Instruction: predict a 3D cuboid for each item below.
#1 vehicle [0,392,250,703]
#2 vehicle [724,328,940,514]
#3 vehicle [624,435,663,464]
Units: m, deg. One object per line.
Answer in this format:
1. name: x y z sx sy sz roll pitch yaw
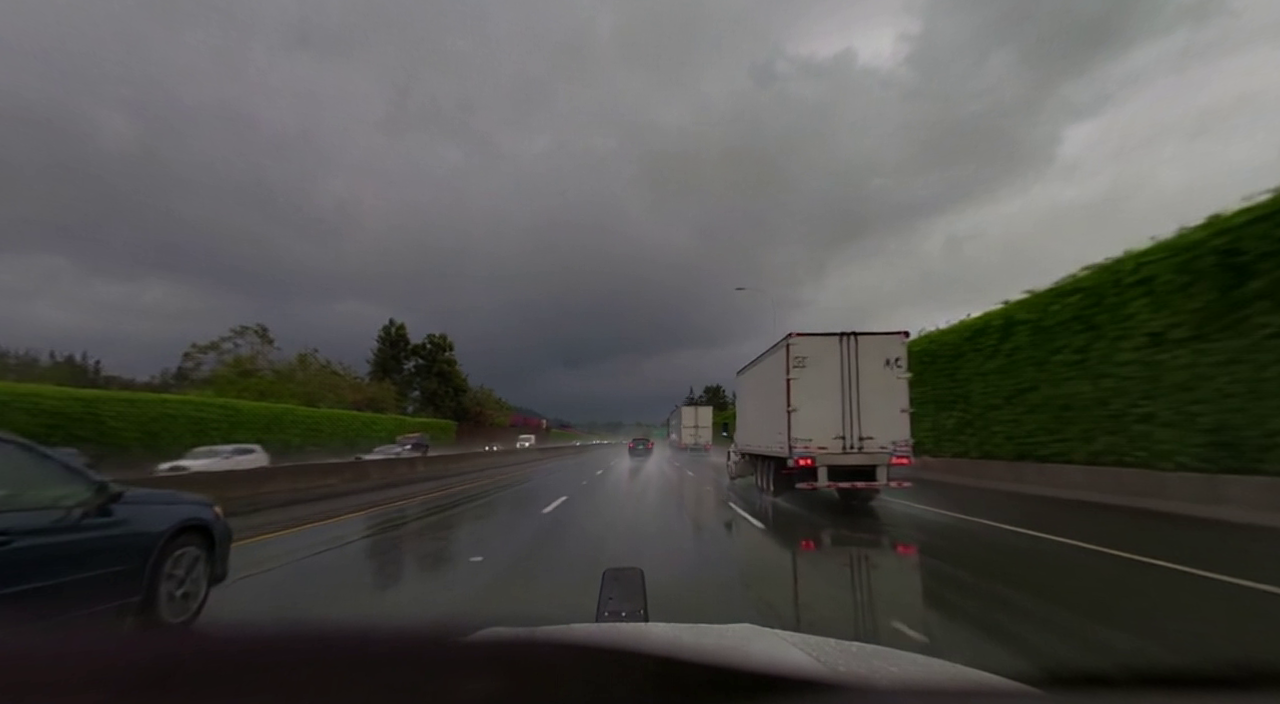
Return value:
1. vehicle: -3.883 0.887 2.503 1.988 1.488 4.113 0 -8 0
2. vehicle: 4.039 1.821 15.658 2.742 3.383 8.285 0 -8 0
3. vehicle: 0.234 6.284 40.749 2.389 1.760 4.473 0 -8 0
